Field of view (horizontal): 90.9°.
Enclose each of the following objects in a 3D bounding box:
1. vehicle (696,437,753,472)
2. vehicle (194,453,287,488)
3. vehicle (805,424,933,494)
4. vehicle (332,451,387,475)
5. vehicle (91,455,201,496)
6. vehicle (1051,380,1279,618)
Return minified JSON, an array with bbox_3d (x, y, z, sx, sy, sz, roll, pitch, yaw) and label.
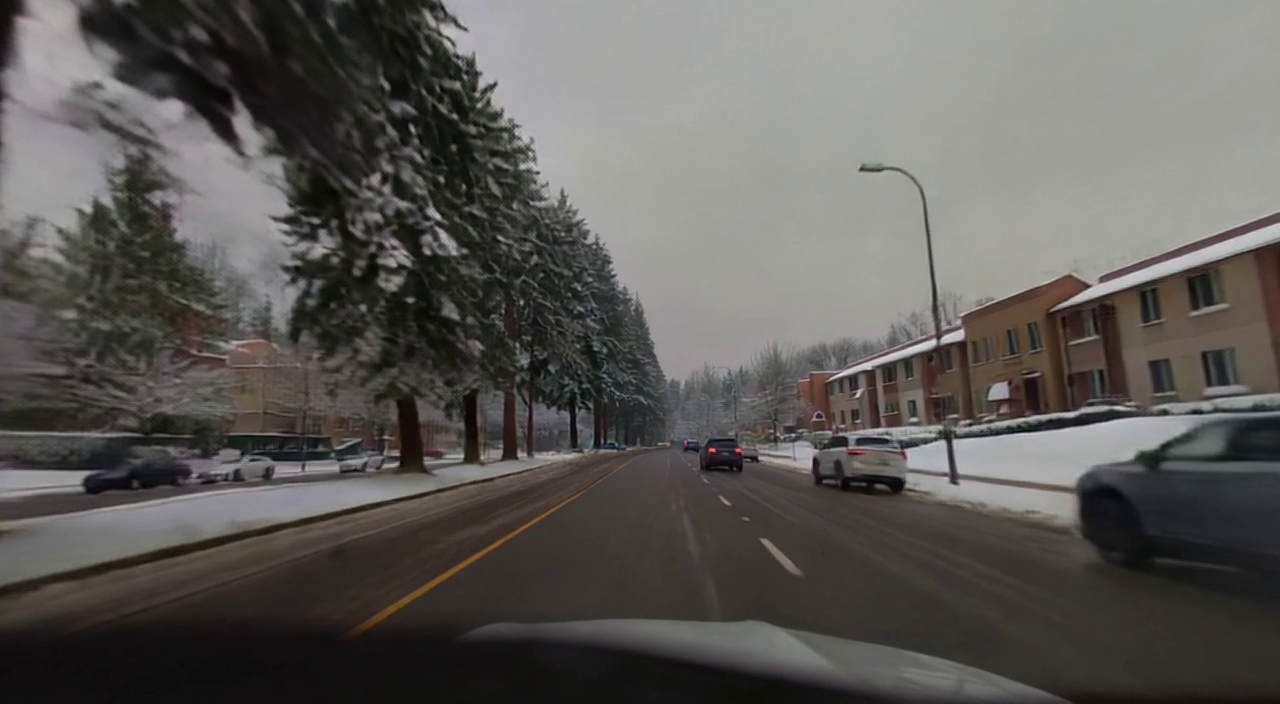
[{"bbox_3d":[3.876,4.764,29.611,2.128,1.502,4.572,0,-8,1],"label":"vehicle"},{"bbox_3d":[-21.674,6.432,34.466,1.882,1.479,4.822,-6,-8,1],"label":"vehicle"},{"bbox_3d":[6.808,3.230,19.455,2.092,1.849,5.068,0,-8,1],"label":"vehicle"},{"bbox_3d":[-21.555,8.508,48.674,1.883,1.671,4.779,0,-8,2],"label":"vehicle"},{"bbox_3d":[-22.271,5.537,28.606,1.780,1.573,3.881,-3,-8,1],"label":"vehicle"},{"bbox_3d":[6.395,1.217,5.111,2.213,1.949,5.907,1,-8,1],"label":"vehicle"}]
